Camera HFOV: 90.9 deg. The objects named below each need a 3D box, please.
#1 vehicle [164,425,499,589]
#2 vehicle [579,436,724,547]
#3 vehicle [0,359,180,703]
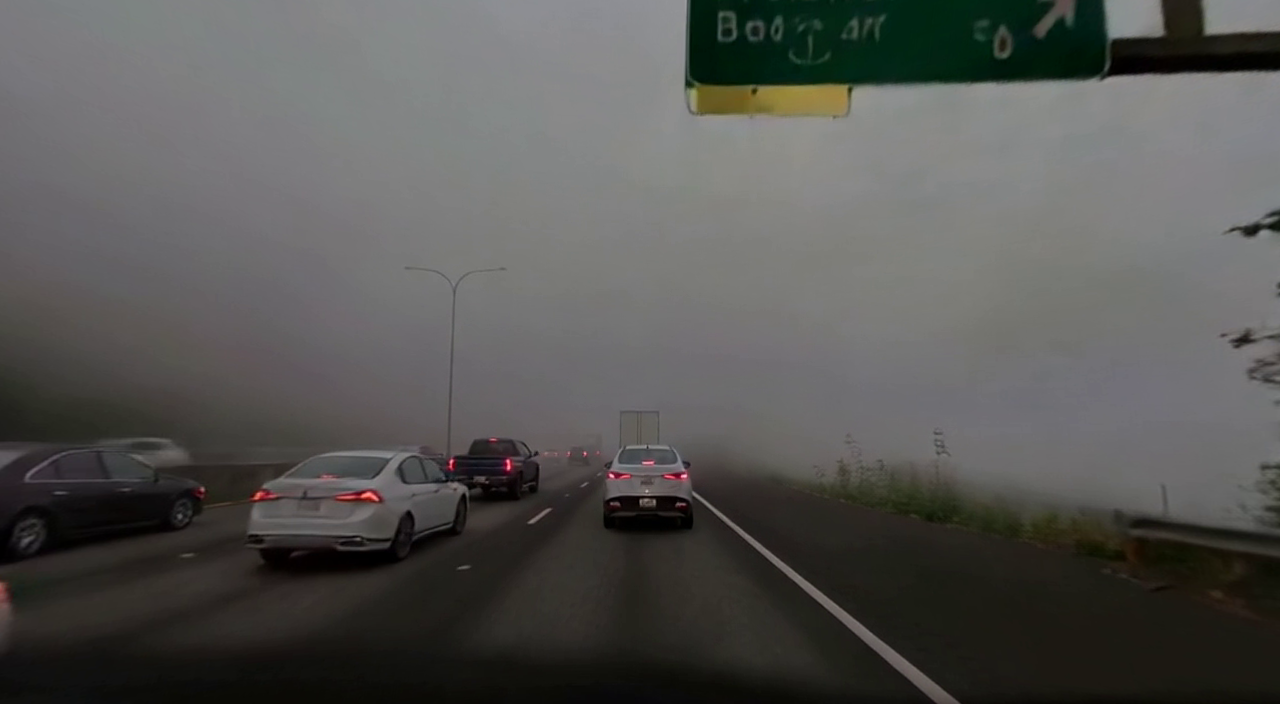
[{"bbox_3d":[-3.336,1.761,8.017,1.980,1.491,4.340,0,-9,1],"label":"vehicle"},{"bbox_3d":[0.161,2.178,10.396,1.995,1.495,3.380,0,-9,0],"label":"vehicle"},{"bbox_3d":[-3.661,0.663,1.285,2.165,1.638,4.317,0,-9,0],"label":"vehicle"}]
